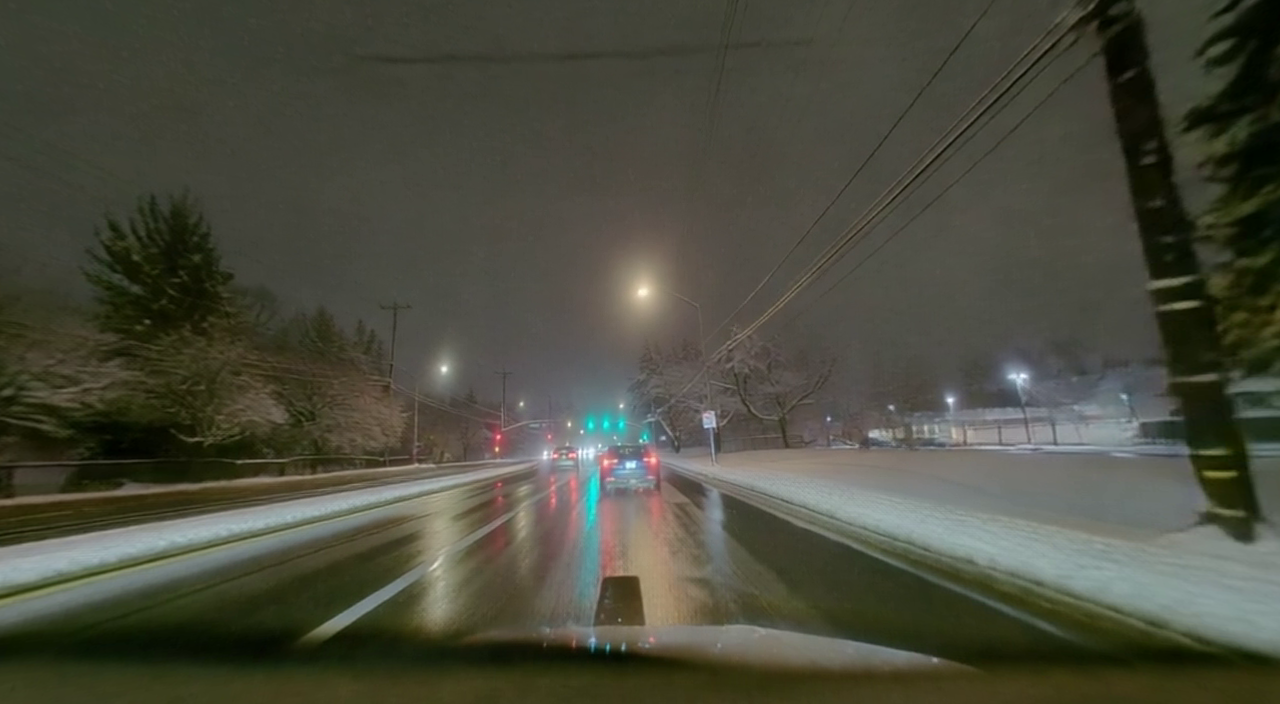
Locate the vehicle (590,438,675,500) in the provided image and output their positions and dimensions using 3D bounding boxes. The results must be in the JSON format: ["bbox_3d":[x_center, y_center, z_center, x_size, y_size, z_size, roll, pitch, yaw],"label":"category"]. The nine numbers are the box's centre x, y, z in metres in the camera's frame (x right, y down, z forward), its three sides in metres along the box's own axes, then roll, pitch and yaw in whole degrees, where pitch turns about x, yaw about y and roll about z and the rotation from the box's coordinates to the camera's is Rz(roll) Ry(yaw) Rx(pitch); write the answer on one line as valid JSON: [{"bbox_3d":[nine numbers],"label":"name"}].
[{"bbox_3d":[-0.307,3.454,19.067,2.235,1.597,4.918,0,-9,-3],"label":"vehicle"}]

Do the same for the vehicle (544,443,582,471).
[{"bbox_3d":[-5.206,7.131,43.029,2.189,1.776,4.342,0,-9,-2],"label":"vehicle"}]
